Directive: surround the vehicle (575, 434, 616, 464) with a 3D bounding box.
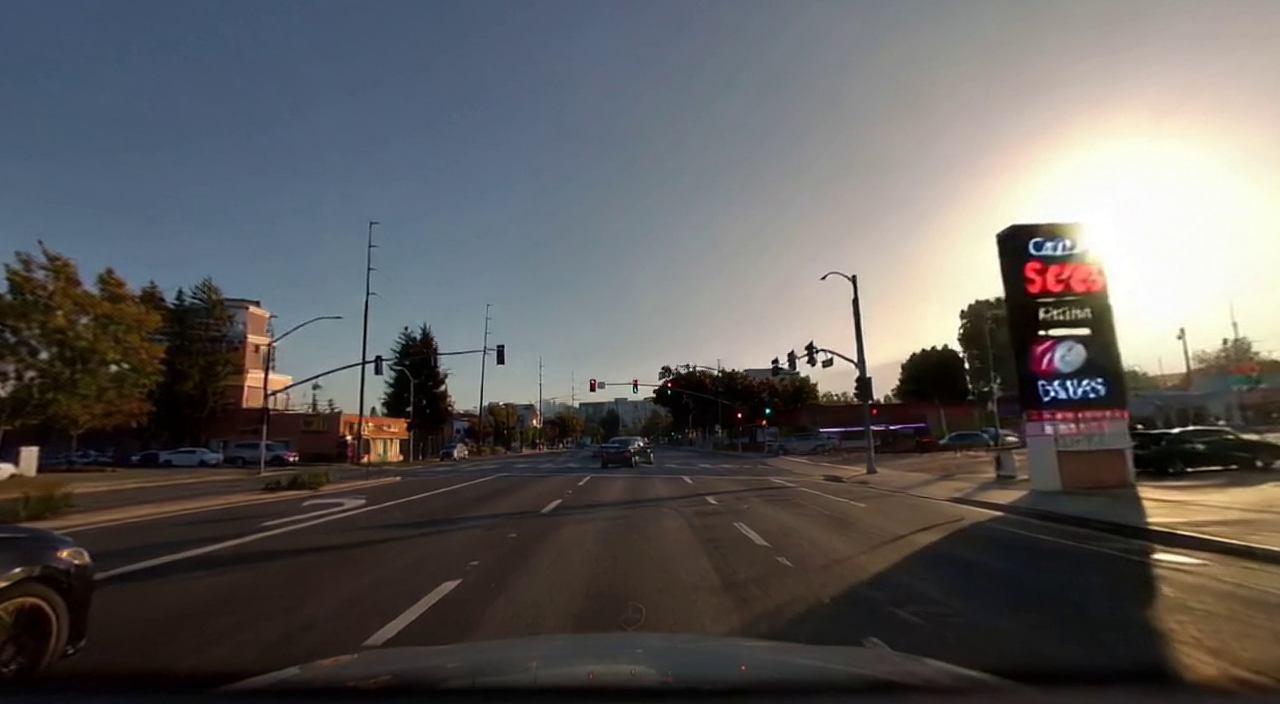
[{"bbox_3d":[-2.806,6.226,40.690,2.160,1.803,4.419,-1,-8,2],"label":"vehicle"}]

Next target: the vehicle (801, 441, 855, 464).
[{"bbox_3d":[12.686,6.695,42.315,1.810,1.463,4.245,-8,-11,41],"label":"vehicle"}]

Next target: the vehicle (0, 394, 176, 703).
[{"bbox_3d":[-3.457,0.707,1.022,2.018,1.470,4.346,0,-8,1],"label":"vehicle"}]

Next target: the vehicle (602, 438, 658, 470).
[{"bbox_3d":[-0.403,5.058,31.359,2.082,1.460,4.442,-2,-8,9],"label":"vehicle"}]
